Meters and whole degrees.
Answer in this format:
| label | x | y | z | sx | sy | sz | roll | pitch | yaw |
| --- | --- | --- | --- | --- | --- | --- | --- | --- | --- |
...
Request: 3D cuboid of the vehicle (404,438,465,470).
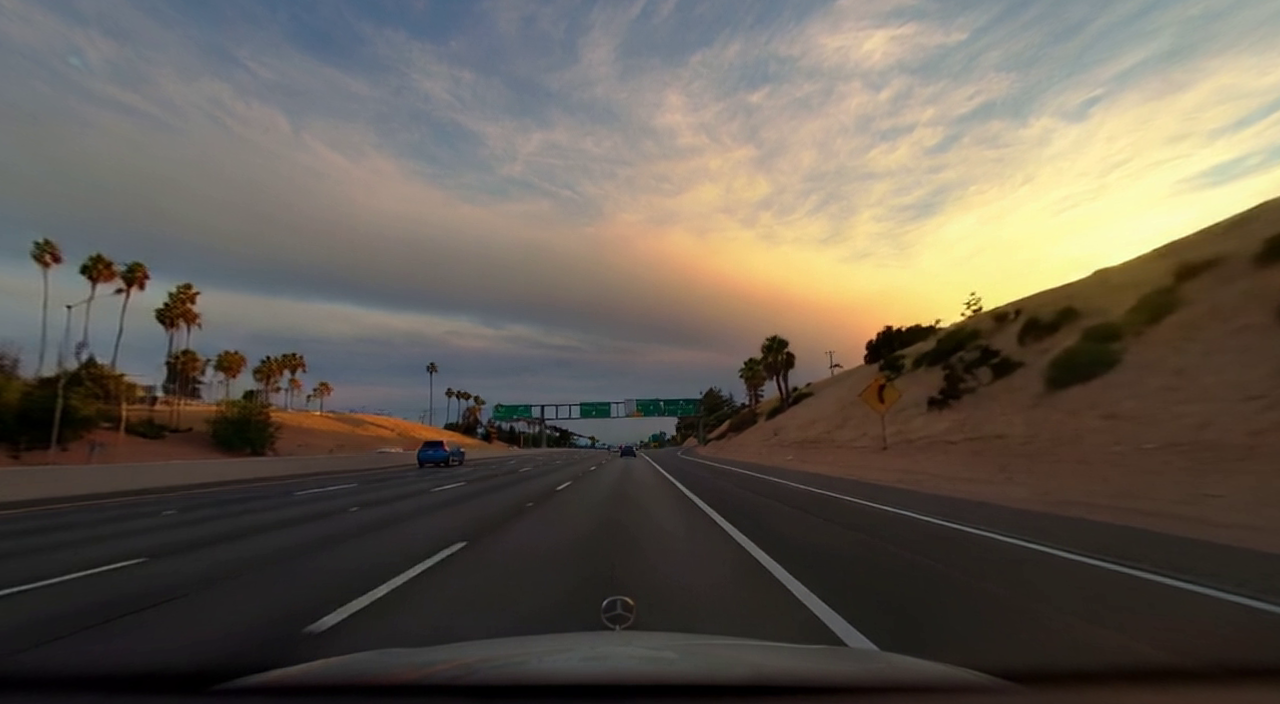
| label | x | y | z | sx | sy | sz | roll | pitch | yaw |
| --- | --- | --- | --- | --- | --- | --- | --- | --- | --- |
| vehicle | -11.810 | 5.881 | 36.627 | 2.016 | 1.754 | 4.543 | 0 | -8 | 0 |
